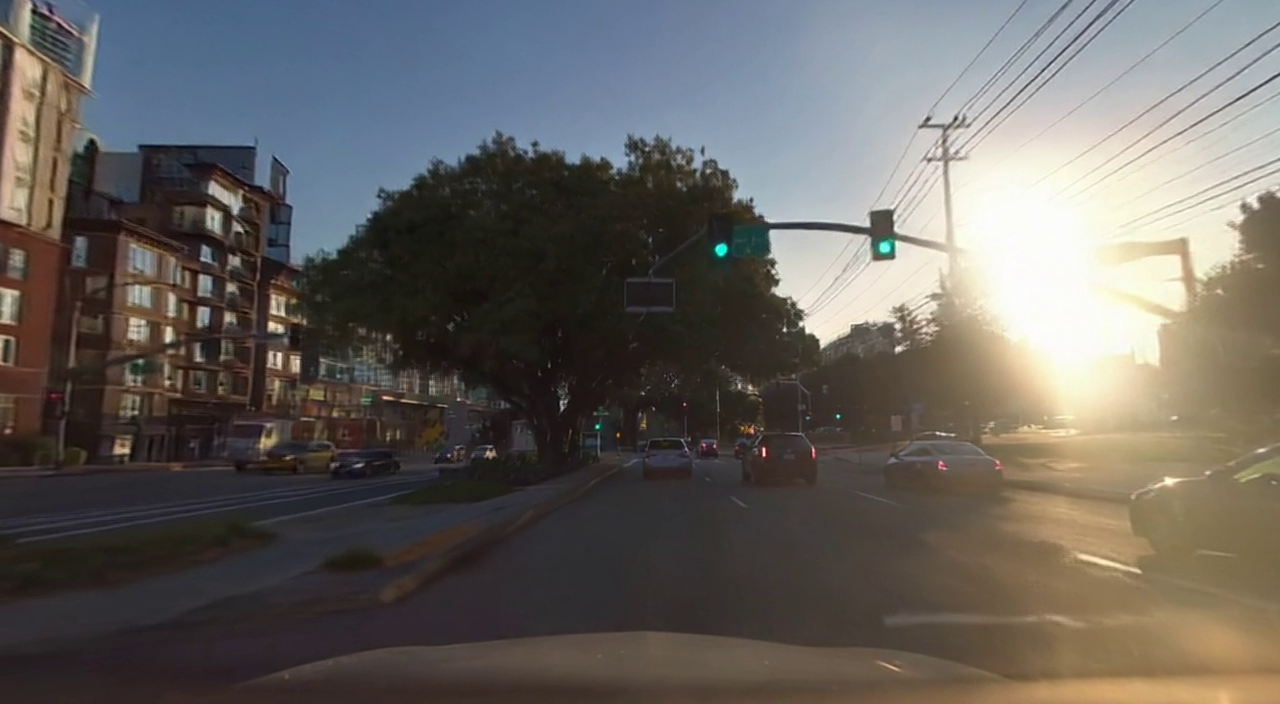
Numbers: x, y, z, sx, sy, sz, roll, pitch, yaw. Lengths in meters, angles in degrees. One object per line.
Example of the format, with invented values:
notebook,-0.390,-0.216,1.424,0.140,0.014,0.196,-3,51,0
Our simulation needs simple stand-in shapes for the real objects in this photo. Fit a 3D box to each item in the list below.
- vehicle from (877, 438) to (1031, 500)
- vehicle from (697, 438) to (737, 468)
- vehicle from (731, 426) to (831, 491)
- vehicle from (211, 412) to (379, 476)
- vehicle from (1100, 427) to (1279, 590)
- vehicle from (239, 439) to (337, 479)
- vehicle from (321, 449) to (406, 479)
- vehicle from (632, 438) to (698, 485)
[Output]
vehicle,8.375,3.134,17.376,1.882,1.463,4.543,0,-8,0
vehicle,4.487,5.977,37.445,1.896,1.612,4.203,0,-8,1
vehicle,4.333,3.376,20.291,2.119,1.810,4.848,0,-8,0
vehicle,-20.798,5.801,39.638,3.354,3.314,12.985,0,-8,0
vehicle,6.779,1.415,5.687,1.866,1.471,4.478,0,-8,0
vehicle,-16.900,5.143,30.574,2.052,1.770,4.545,0,-8,0
vehicle,-13.465,5.472,31.047,1.926,1.303,4.686,0,-8,2
vehicle,0.900,3.942,22.996,2.168,1.527,4.174,0,-8,2
